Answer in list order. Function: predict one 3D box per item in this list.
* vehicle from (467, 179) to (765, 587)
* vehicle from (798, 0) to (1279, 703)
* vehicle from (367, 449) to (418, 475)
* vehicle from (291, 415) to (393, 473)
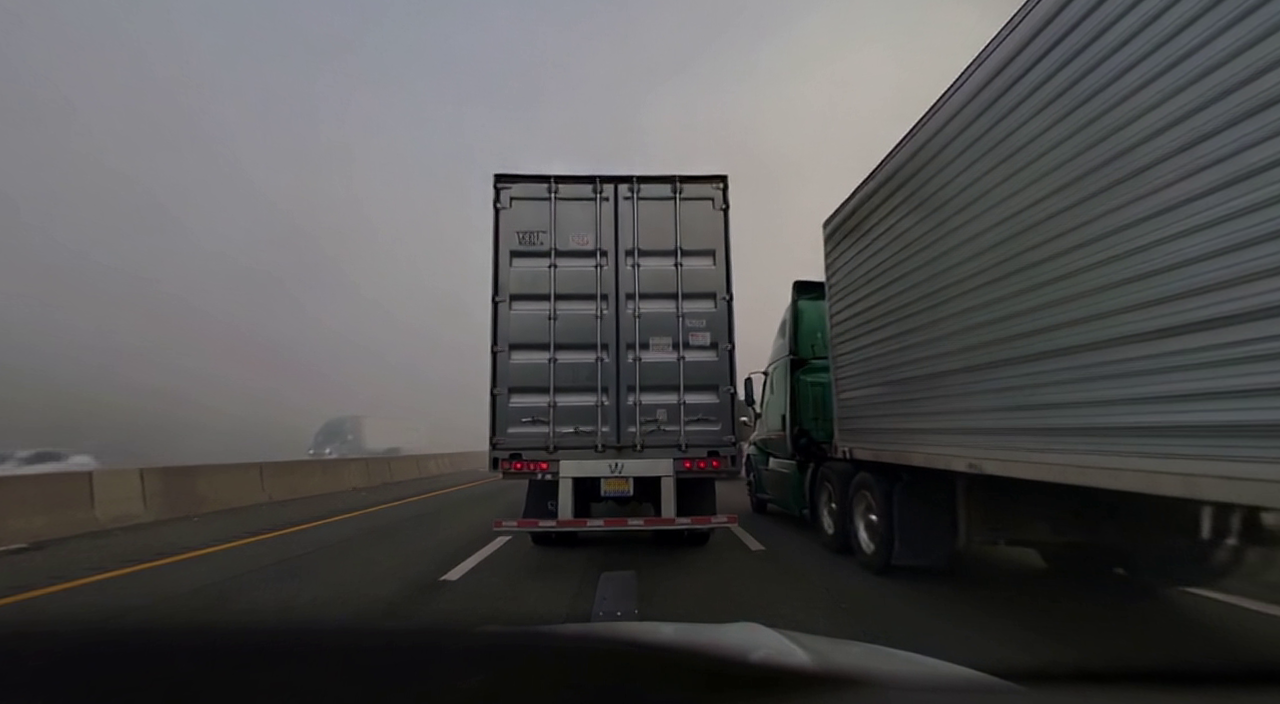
[{"bbox_3d":[-0.199,1.101,12.291,2.841,4.071,12.046,-1,-8,0],"label":"vehicle"},{"bbox_3d":[3.667,-0.343,2.058,2.797,4.023,13.066,0,-8,-1],"label":"vehicle"},{"bbox_3d":[-14.102,6.264,36.260,1.543,1.373,3.317,-1,-8,1],"label":"vehicle"},{"bbox_3d":[-20.441,6.425,44.155,3.024,3.645,8.371,0,-8,-1],"label":"vehicle"}]
